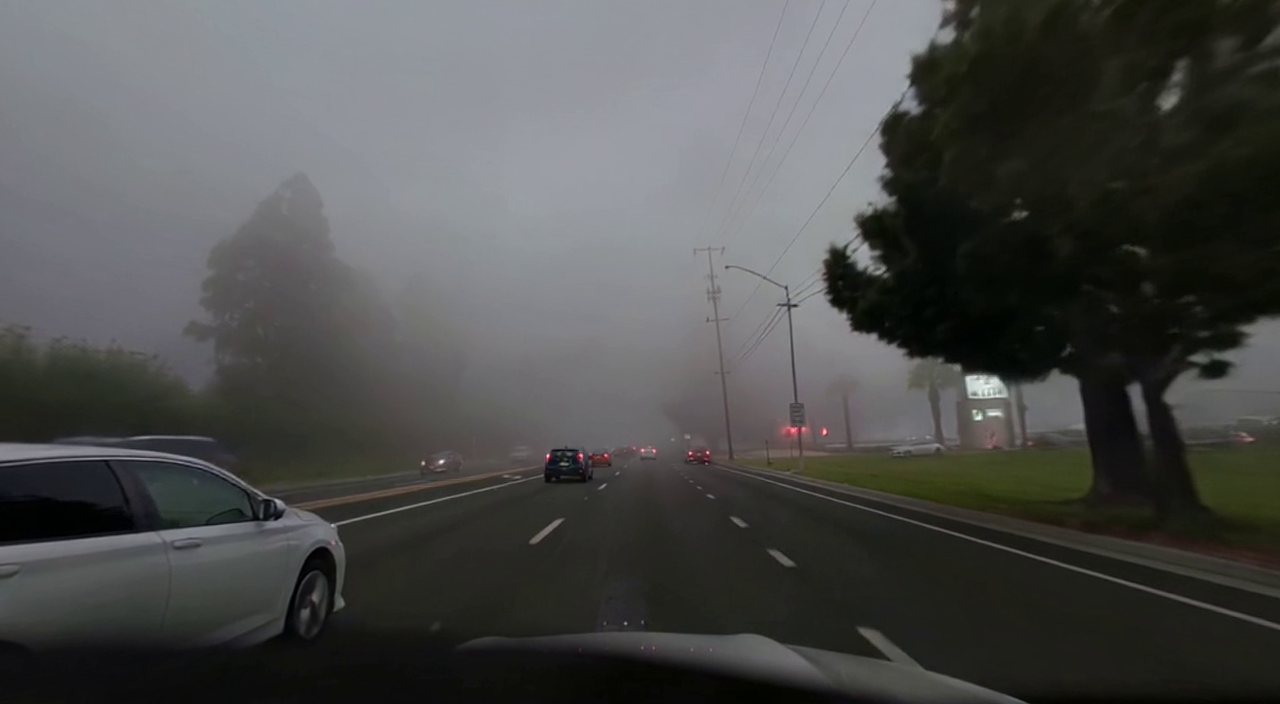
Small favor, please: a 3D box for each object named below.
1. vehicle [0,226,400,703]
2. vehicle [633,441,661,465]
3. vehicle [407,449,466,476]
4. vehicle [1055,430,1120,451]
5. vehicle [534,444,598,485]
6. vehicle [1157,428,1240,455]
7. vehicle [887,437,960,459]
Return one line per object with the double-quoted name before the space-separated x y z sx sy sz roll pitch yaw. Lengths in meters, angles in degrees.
"vehicle" -3.090 0.642 2.012 2.381 1.961 5.563 0 -9 1
"vehicle" 0.547 7.905 49.339 2.155 1.781 3.977 0 -9 0
"vehicle" -12.464 6.766 38.868 2.089 1.489 4.426 0 -9 1
"vehicle" 34.375 6.829 48.396 4.632 1.533 2.015 4 -10 -27
"vehicle" -2.778 4.346 24.696 1.982 1.451 4.152 0 -9 0
"vehicle" 34.082 5.488 38.449 4.290 1.547 1.899 3 -9 -21
"vehicle" 21.092 7.168 47.054 4.392 1.535 2.131 0 -9 0
